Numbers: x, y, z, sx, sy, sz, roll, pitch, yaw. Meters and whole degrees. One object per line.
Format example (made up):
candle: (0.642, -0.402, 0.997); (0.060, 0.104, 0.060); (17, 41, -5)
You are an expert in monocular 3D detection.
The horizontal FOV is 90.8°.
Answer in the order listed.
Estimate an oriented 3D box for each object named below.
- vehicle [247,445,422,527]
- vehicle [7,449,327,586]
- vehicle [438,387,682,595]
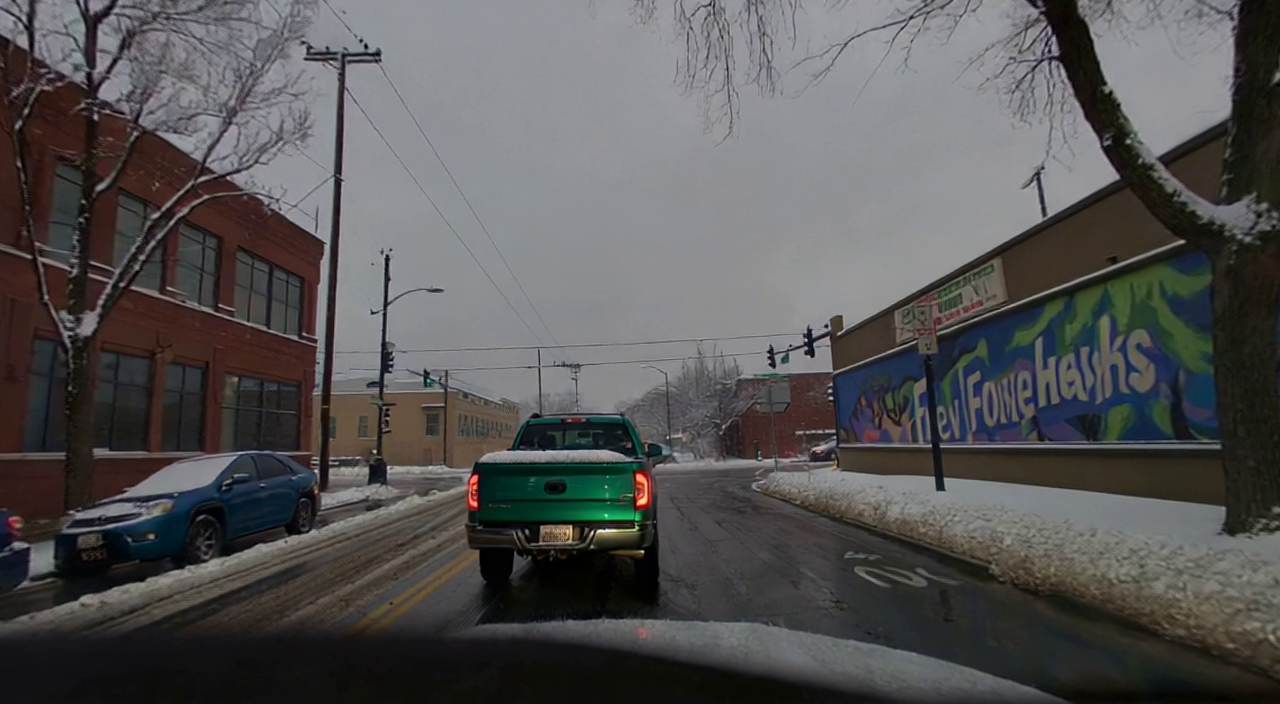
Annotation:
vehicle: (-7.400, 3.234, 16.054); (1.884, 1.730, 5.076); (0, -8, 0)
vehicle: (-7.161, 2.457, 10.372); (1.882, 1.686, 4.489); (0, -8, -2)
vehicle: (-0.704, 1.602, 8.137); (2.215, 1.882, 4.611); (0, -8, 1)
